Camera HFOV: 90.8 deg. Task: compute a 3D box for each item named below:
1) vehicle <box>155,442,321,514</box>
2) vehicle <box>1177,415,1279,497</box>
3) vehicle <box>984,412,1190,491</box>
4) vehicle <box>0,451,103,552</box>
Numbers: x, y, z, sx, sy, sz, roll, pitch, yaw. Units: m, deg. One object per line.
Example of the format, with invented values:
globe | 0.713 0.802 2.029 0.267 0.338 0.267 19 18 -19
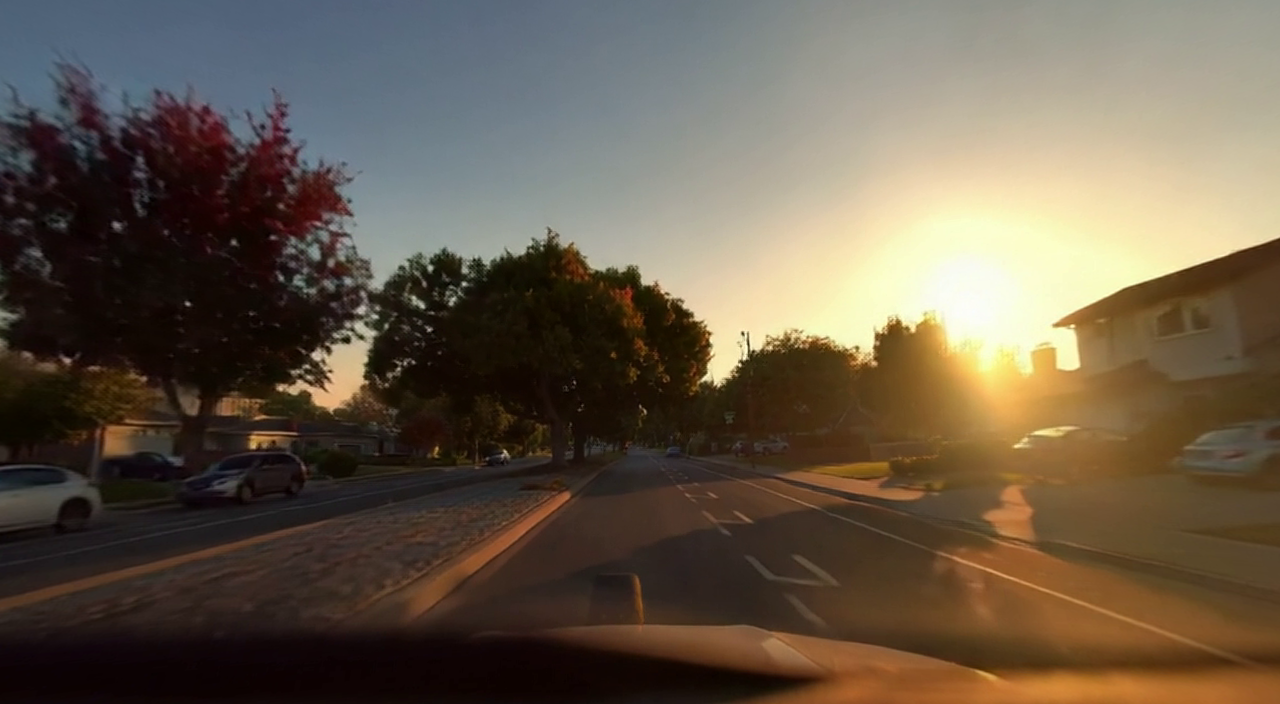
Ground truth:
vehicle | -12.167 3.787 19.614 2.105 1.930 4.541 0 -8 0
vehicle | 15.456 2.332 14.375 4.584 1.715 2.028 0 -8 -1
vehicle | 12.295 2.727 17.596 4.194 1.850 1.951 -2 -7 -3
vehicle | -12.003 2.571 10.375 2.007 1.663 5.077 -2 -7 -1
